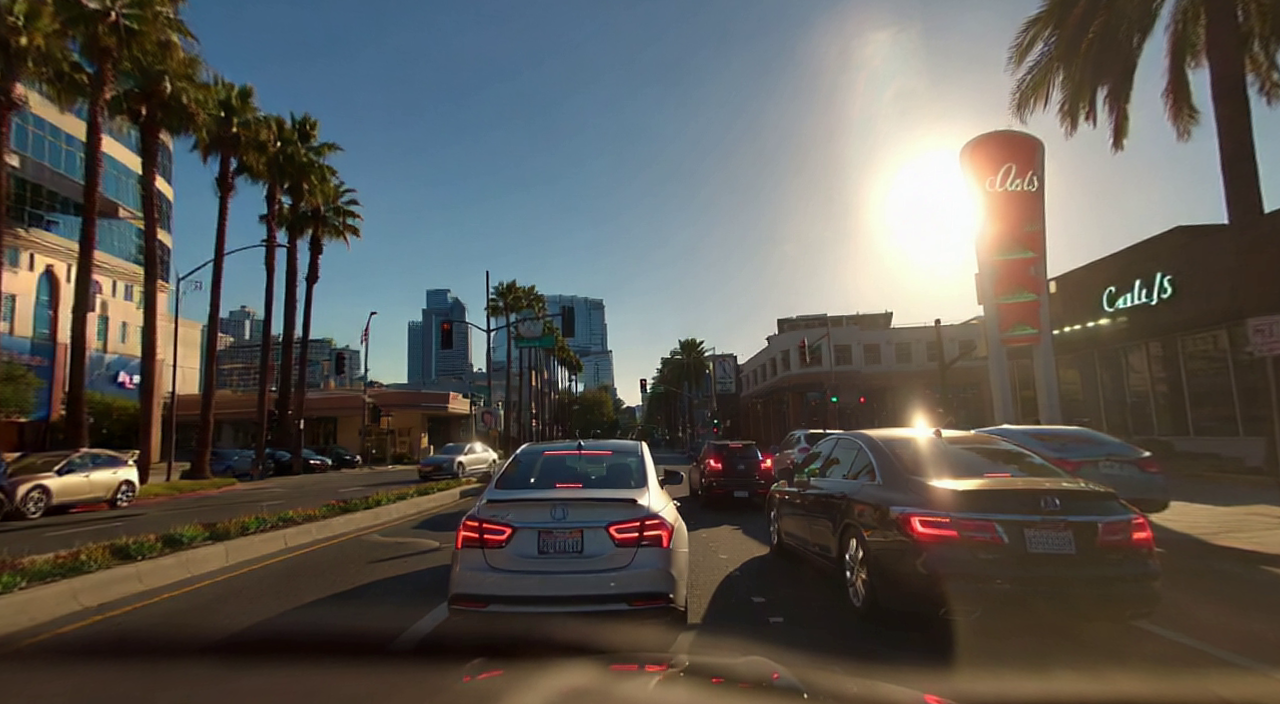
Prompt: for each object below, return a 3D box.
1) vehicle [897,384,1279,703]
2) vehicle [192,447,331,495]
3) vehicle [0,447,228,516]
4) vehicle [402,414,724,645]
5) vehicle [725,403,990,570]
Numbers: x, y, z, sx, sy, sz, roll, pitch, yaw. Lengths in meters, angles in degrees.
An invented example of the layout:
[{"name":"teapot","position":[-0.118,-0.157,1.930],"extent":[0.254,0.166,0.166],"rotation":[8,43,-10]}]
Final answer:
[{"name":"vehicle","position":[2.612,0.809,1.485],"extent":[2.085,1.469,4.458],"rotation":[0,-9,-1]},{"name":"vehicle","position":[-12.855,4.023,21.875],"extent":[1.856,1.455,4.700],"rotation":[0,-9,1]},{"name":"vehicle","position":[-12.847,3.134,15.931],"extent":[1.870,1.475,4.531],"rotation":[0,-9,0]},{"name":"vehicle","position":[-0.514,1.468,6.230],"extent":[2.096,1.492,4.071],"rotation":[0,-9,0]},{"name":"vehicle","position":[2.643,1.772,9.059],"extent":[2.096,1.775,4.440],"rotation":[0,-9,-2]}]
